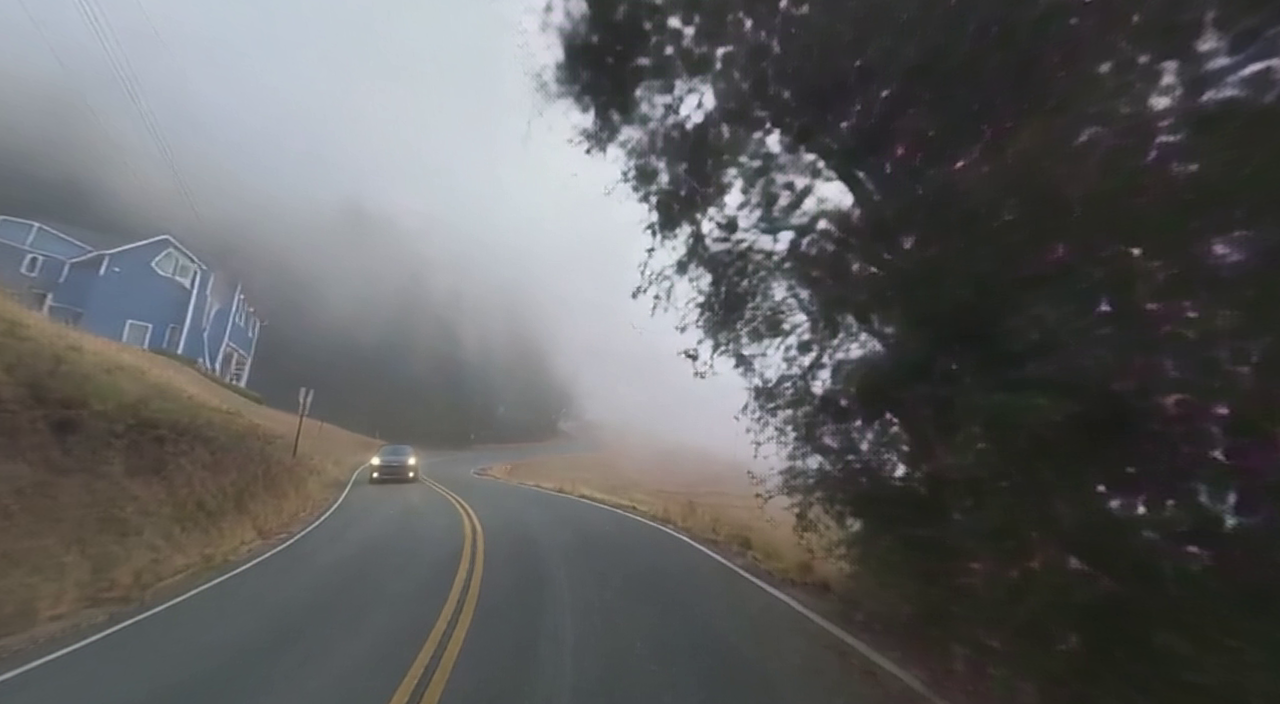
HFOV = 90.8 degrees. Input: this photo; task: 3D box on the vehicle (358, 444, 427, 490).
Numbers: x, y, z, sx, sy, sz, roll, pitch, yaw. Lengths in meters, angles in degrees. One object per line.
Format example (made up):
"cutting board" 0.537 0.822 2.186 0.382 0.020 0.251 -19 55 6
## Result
"vehicle" -8.978 4.119 22.968 2.063 1.485 3.997 3 -9 -21
